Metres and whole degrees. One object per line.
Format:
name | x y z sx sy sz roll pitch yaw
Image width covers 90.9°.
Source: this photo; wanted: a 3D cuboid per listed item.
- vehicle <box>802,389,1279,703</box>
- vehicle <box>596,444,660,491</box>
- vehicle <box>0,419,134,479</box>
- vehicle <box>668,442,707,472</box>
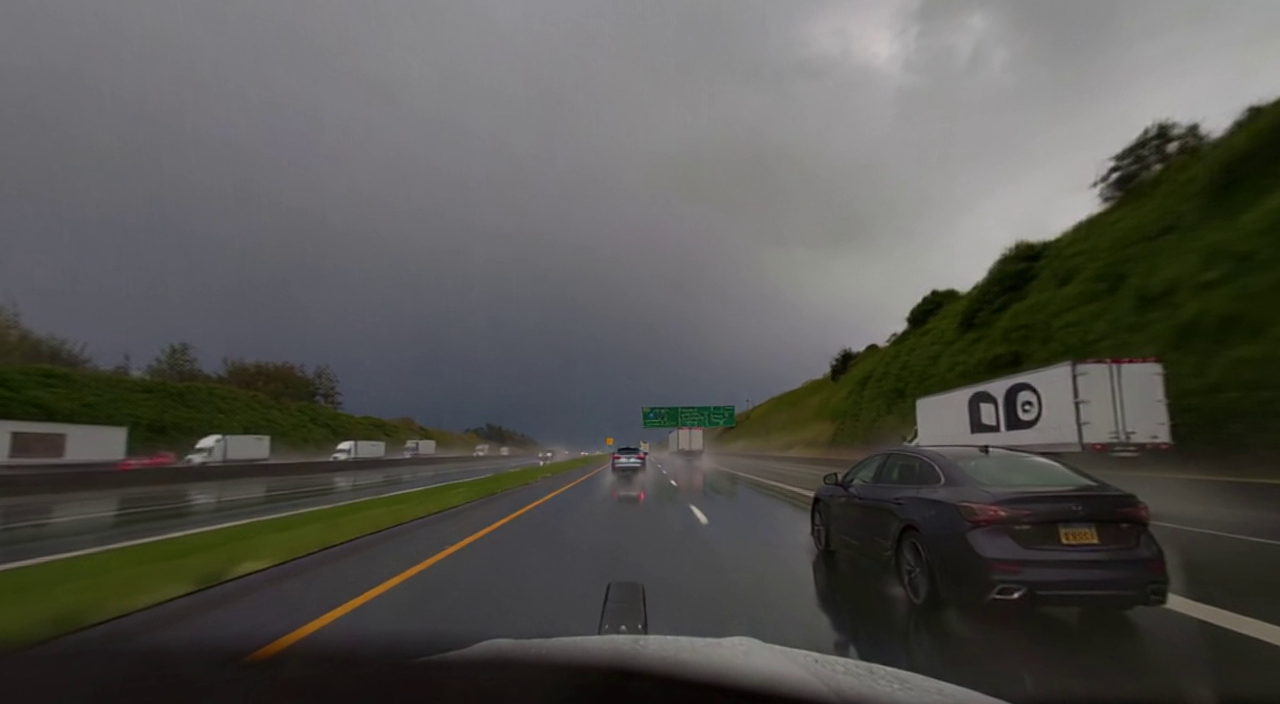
vehicle | 2.996 1.291 5.125 1.997 1.534 4.664 0 -9 -1
vehicle | -0.402 3.884 21.474 1.970 1.441 3.846 0 -9 -1
vehicle | -36.745 5.446 35.322 2.760 3.231 16.626 0 -9 2
vehicle | 2.813 6.405 38.568 2.048 1.704 4.284 0 -9 0
